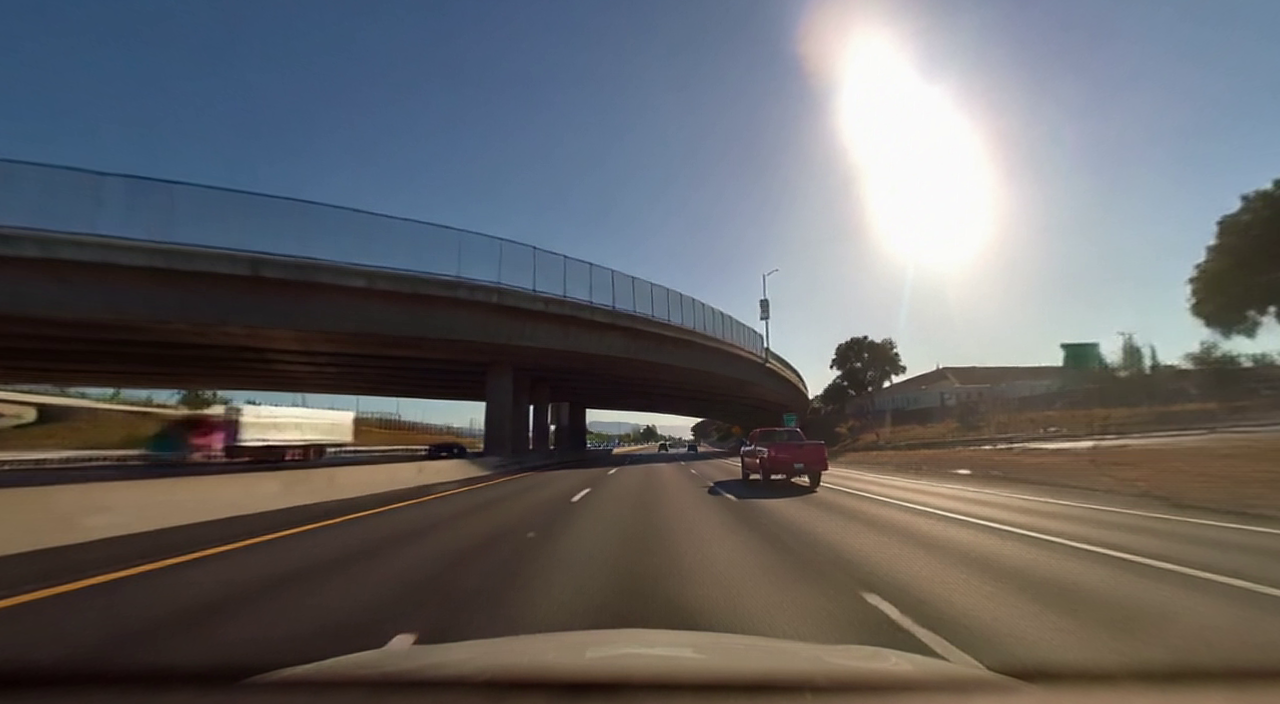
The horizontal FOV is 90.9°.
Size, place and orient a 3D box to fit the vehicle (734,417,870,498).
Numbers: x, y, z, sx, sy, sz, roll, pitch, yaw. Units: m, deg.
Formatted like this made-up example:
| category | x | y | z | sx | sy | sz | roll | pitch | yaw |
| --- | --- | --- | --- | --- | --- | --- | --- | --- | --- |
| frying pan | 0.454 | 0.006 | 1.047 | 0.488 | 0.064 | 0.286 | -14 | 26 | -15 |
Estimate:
| category | x | y | z | sx | sy | sz | roll | pitch | yaw |
| --- | --- | --- | --- | --- | --- | --- | --- | --- | --- |
| vehicle | 4.519 | 3.080 | 18.817 | 2.505 | 2.020 | 5.532 | 0 | -8 | -1 |

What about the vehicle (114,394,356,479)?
| category | x | y | z | sx | sy | sz | roll | pitch | yaw |
| --- | --- | --- | --- | --- | --- | --- | --- | --- | --- |
| vehicle | -18.565 | 4.197 | 30.847 | 3.005 | 3.267 | 12.753 | 0 | -8 | 2 |

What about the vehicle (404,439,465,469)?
| category | x | y | z | sx | sy | sz | roll | pitch | yaw |
| --- | --- | --- | --- | --- | --- | --- | --- | --- | --- |
| vehicle | -12.340 | 6.126 | 38.164 | 2.004 | 1.656 | 4.805 | 0 | -8 | 1 |
